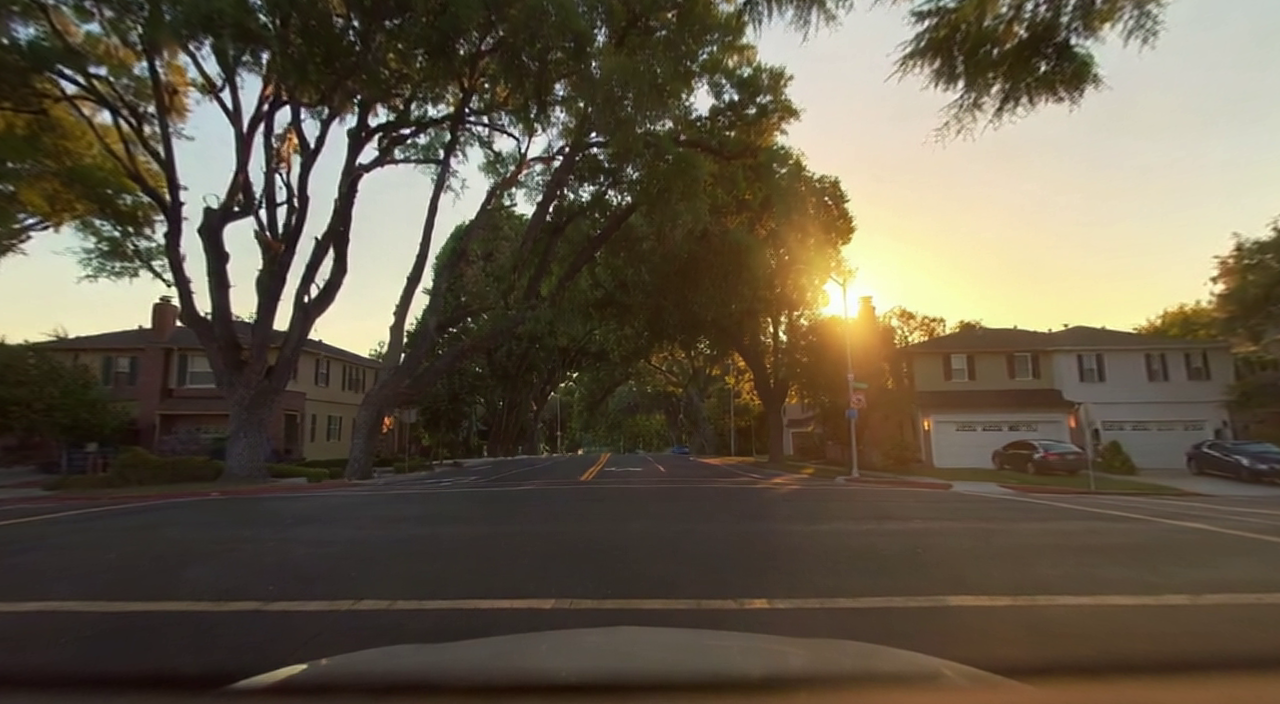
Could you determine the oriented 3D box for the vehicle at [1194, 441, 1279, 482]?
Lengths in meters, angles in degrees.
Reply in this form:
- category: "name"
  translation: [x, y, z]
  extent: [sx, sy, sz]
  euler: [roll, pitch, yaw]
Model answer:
- category: "vehicle"
  translation: [26.693, 4.551, 26.468]
  extent: [2.152, 1.606, 5.402]
  euler: [0, -9, 1]
